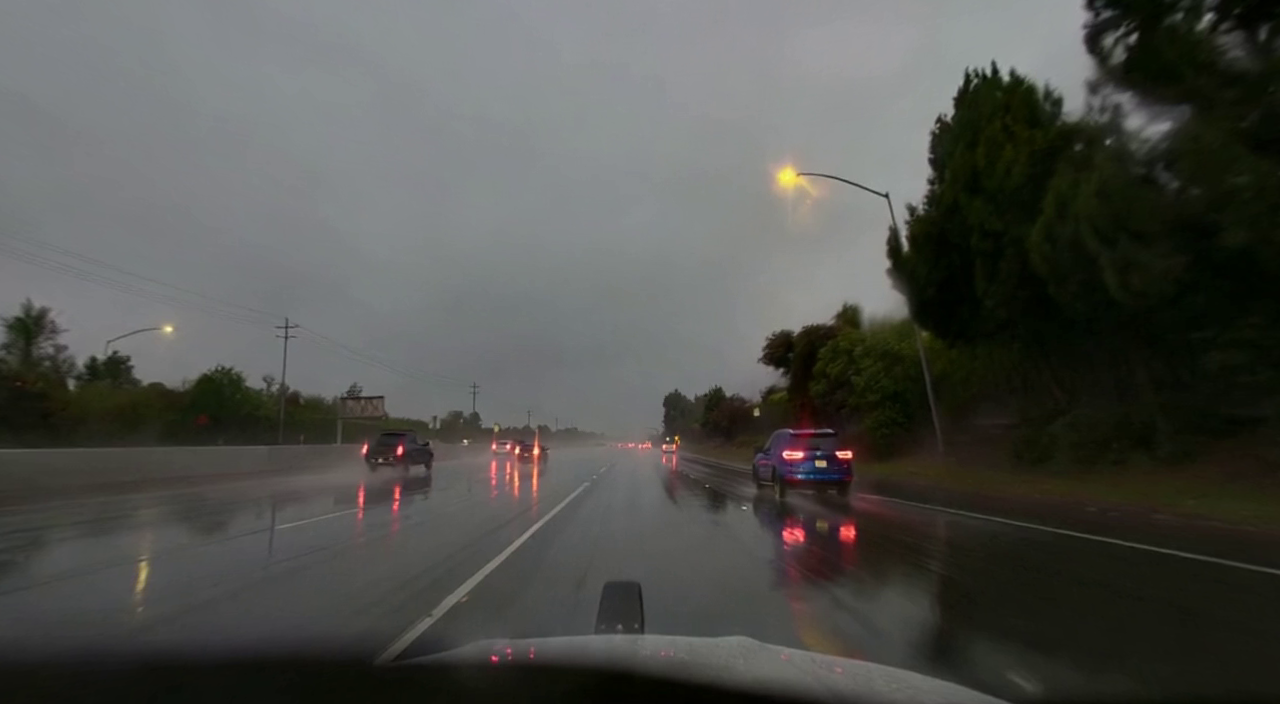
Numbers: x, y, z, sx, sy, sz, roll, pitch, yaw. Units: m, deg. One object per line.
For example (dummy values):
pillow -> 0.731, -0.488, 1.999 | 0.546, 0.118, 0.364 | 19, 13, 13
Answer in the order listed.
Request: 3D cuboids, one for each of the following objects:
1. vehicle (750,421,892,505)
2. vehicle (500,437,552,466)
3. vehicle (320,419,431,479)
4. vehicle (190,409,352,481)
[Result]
vehicle -> 4.517, 2.872, 16.672 | 2.184, 1.892, 4.763 | 0, -9, -2
vehicle -> -7.416, 6.517, 41.524 | 2.503, 1.775, 4.763 | 0, -9, 0
vehicle -> -10.837, 4.052, 26.394 | 2.261, 2.230, 5.435 | 0, -8, 0
vehicle -> -14.585, 3.770, 25.565 | 2.647, 2.508, 6.337 | 0, -8, 1
